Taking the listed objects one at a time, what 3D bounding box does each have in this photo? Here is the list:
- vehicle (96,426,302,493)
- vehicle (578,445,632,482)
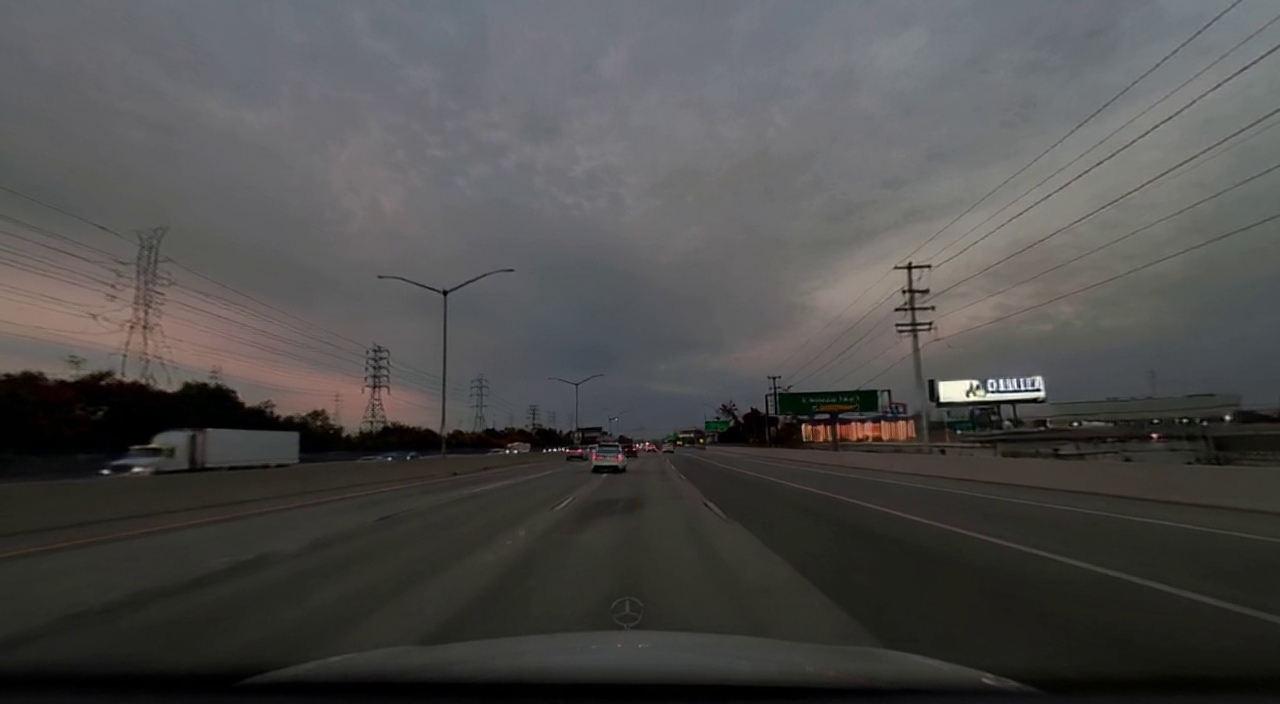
[{"bbox_3d":[-23.246,5.703,34.569,2.956,2.946,11.348,-2,-8,2],"label":"vehicle"},{"bbox_3d":[-1.424,4.719,27.017,1.891,1.444,3.968,-1,-8,3],"label":"vehicle"}]
